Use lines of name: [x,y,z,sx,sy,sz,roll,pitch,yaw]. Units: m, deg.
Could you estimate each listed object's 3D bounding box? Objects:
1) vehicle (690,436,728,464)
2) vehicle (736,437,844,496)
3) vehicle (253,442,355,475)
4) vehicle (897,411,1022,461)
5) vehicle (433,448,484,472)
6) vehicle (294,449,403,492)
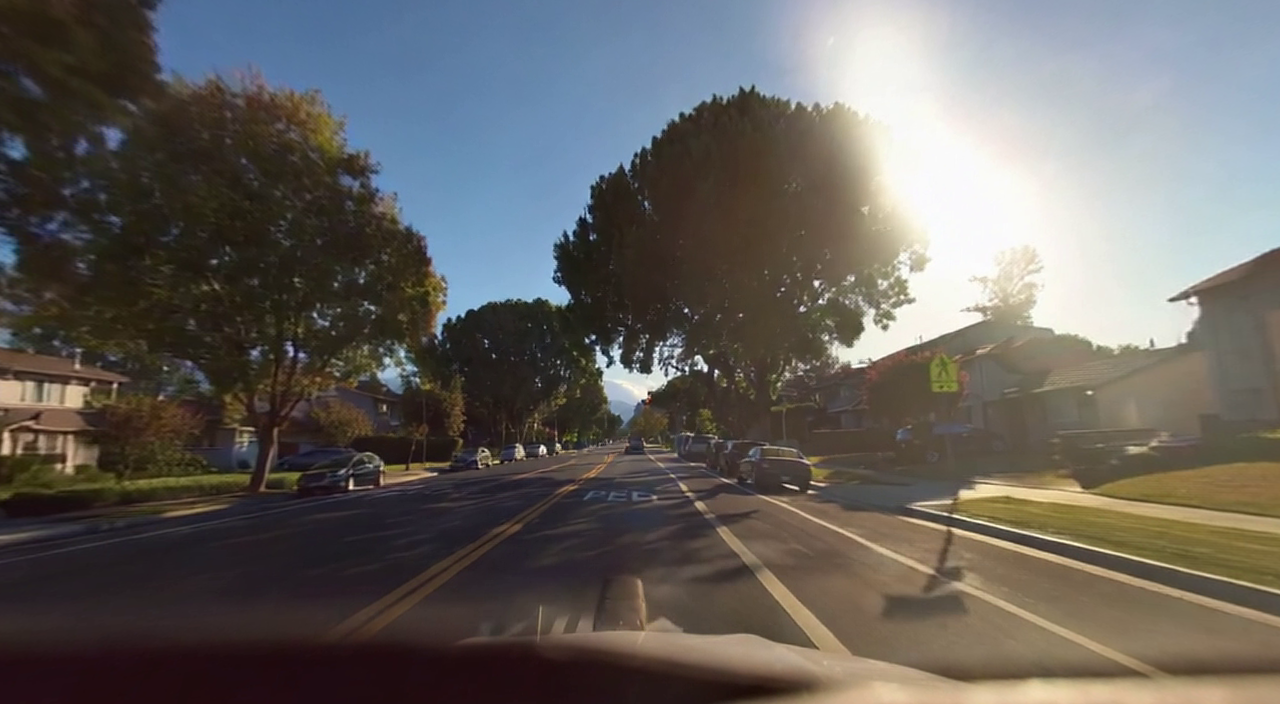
vehicle: [4.503,6.472,41.947,1.993,1.743,4.525,0,-9,-1]
vehicle: [4.363,3.414,19.256,1.920,1.541,4.709,1,-9,-3]
vehicle: [-17.815,5.638,33.598,4.310,1.705,1.905,0,-9,3]
vehicle: [13.288,3.529,26.483,4.180,1.707,2.083,4,-9,1]
vehicle: [-11.603,6.923,40.731,1.867,1.452,4.331,0,-8,2]
vehicle: [-11.472,4.670,25.287,2.079,1.509,4.591,0,-9,1]
